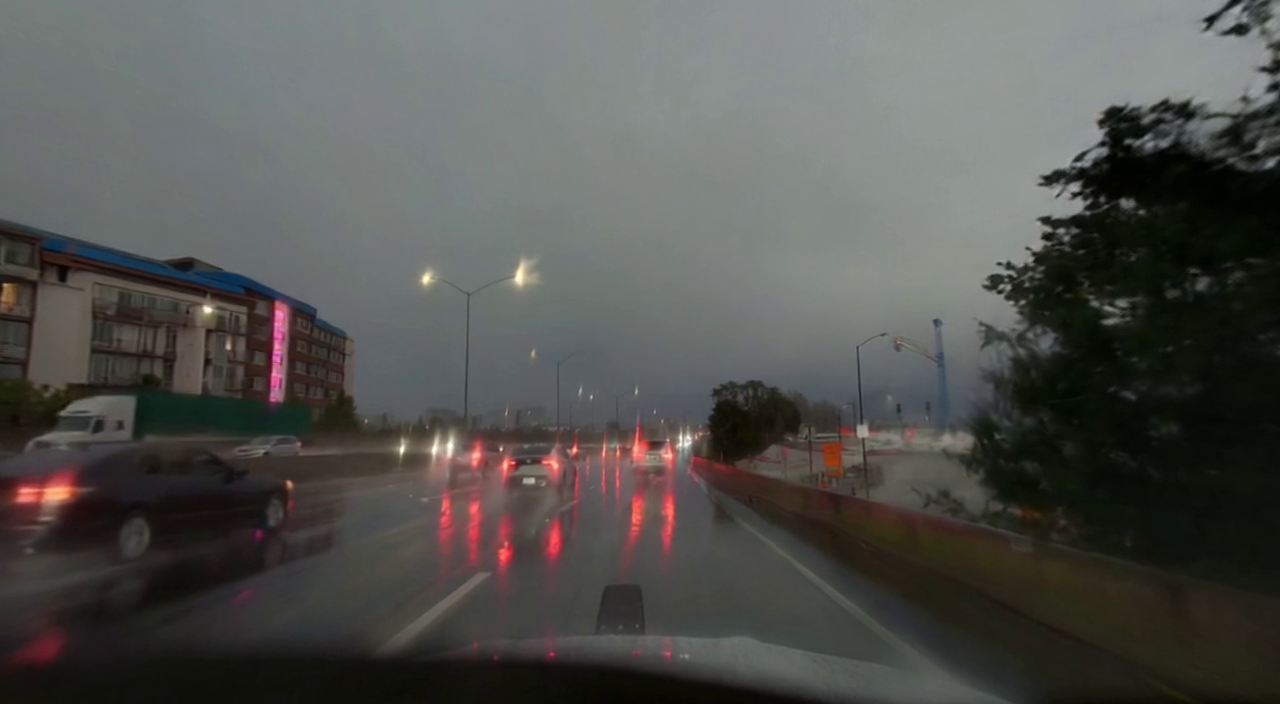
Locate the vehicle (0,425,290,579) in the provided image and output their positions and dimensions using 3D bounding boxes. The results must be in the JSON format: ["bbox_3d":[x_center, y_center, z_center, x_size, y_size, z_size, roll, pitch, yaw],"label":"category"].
[{"bbox_3d":[-7.011,1.801,8.458,1.959,1.486,4.460,0,-9,1],"label":"vehicle"}]

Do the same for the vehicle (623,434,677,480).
[{"bbox_3d":[0.465,4.477,27.045,2.116,1.763,4.352,0,-9,2],"label":"vehicle"}]

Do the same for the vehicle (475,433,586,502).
[{"bbox_3d":[-2.880,3.172,17.739,2.109,1.657,4.554,0,-9,2],"label":"vehicle"}]

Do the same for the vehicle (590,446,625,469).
[{"bbox_3d":[-2.210,7.358,44.034,2.029,1.497,3.960,0,-9,4],"label":"vehicle"}]
